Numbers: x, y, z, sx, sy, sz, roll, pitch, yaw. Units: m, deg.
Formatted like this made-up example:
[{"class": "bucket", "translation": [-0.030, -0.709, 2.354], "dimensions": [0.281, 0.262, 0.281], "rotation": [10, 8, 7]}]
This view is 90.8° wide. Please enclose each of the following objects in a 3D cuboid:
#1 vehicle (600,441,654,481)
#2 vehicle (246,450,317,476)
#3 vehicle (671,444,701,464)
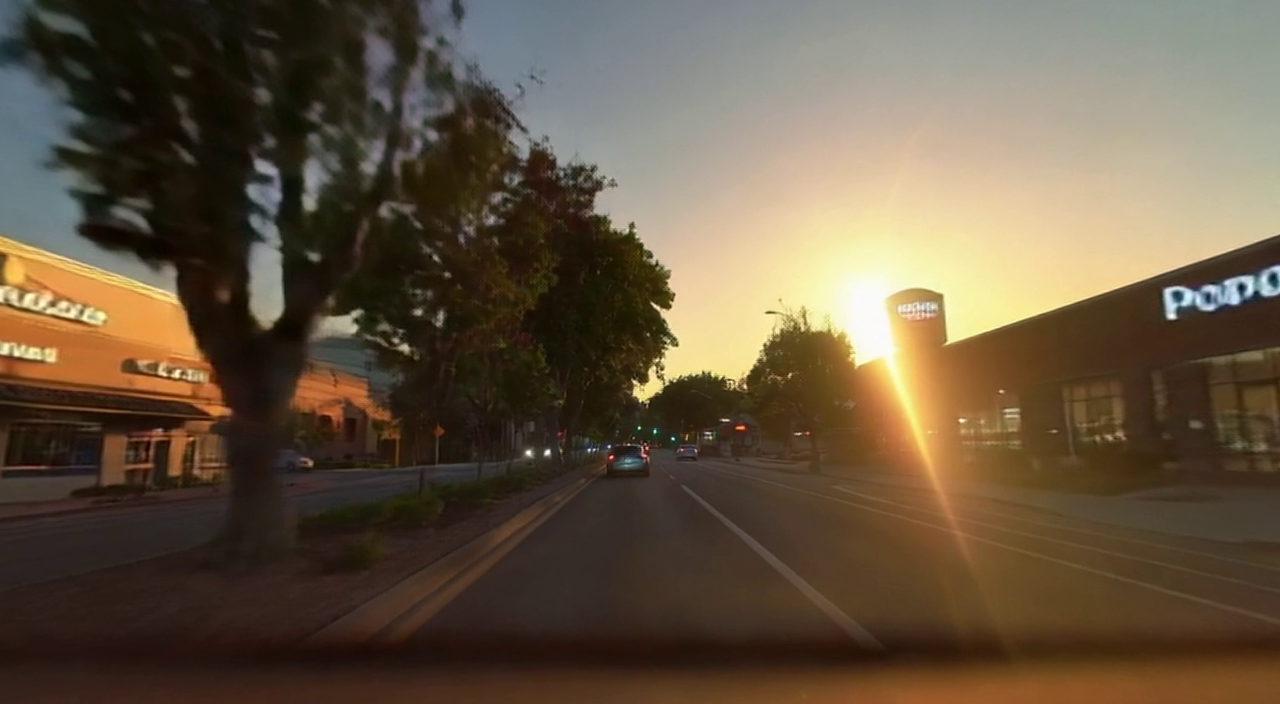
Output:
[{"class": "vehicle", "translation": [-0.497, 4.379, 25.592], "dimensions": [2.006, 1.487, 3.535], "rotation": [0, -9, 0]}, {"class": "vehicle", "translation": [-23.503, 7.276, 41.500], "dimensions": [3.650, 1.487, 1.757], "rotation": [-1, -8, -1]}, {"class": "vehicle", "translation": [3.566, 7.993, 49.684], "dimensions": [1.910, 1.474, 4.003], "rotation": [0, -9, -1]}]
